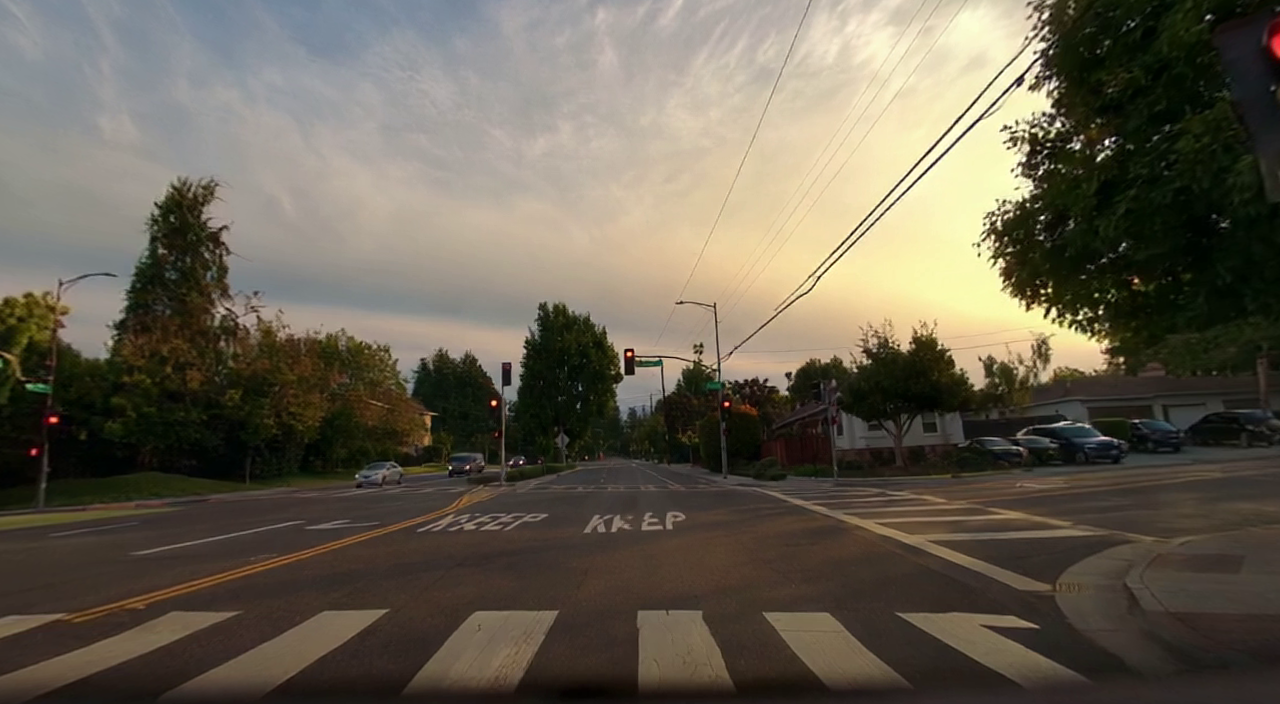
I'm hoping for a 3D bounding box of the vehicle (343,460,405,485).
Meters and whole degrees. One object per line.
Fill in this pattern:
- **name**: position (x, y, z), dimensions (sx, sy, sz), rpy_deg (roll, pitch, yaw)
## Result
- **vehicle**: position (-17.497, 7.933, 41.810), dimensions (2.108, 1.480, 4.707), rpy_deg (0, -9, -1)
